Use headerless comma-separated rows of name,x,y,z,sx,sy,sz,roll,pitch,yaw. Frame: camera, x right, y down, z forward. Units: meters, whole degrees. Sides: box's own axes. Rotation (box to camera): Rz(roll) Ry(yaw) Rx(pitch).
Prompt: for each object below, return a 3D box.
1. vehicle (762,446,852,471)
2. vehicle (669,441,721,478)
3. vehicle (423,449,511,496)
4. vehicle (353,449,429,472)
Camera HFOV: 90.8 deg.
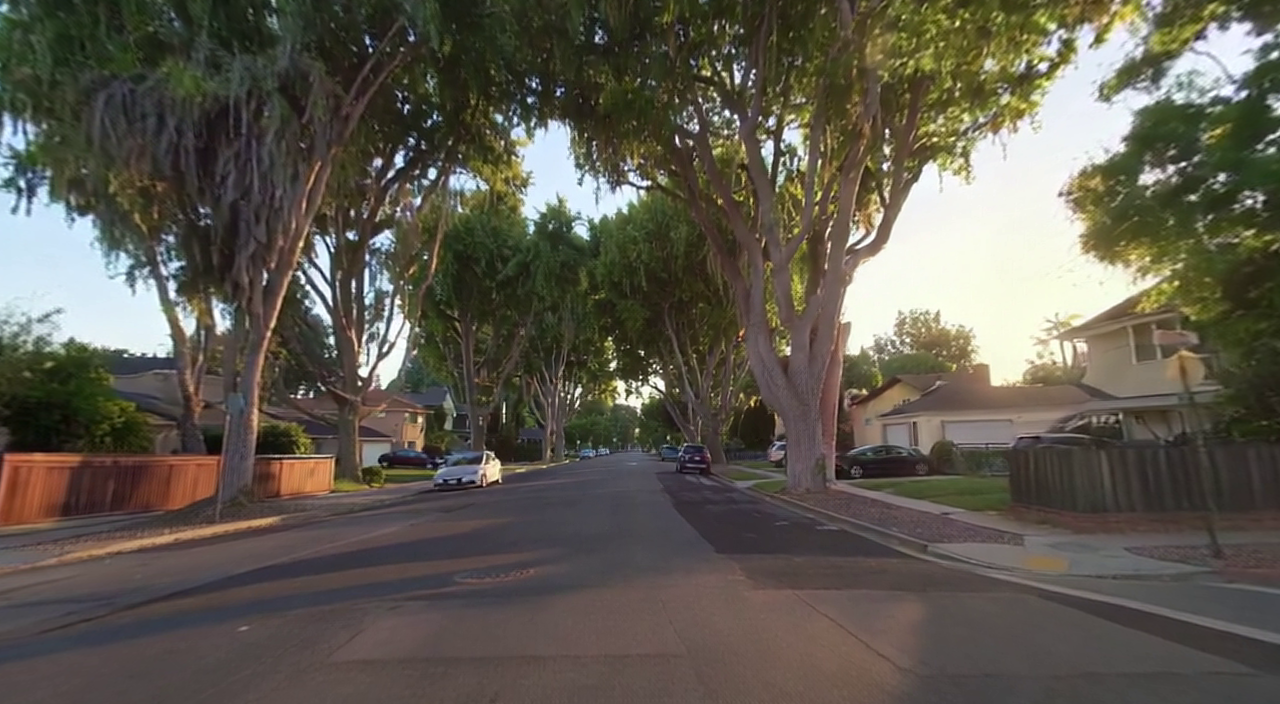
vehicle,10.089,6.494,38.562,5.041,1.486,1.969,-1,-8,7
vehicle,2.914,5.902,34.942,2.241,1.875,5.059,0,-8,-2
vehicle,-6.588,4.607,24.550,2.099,1.399,4.357,-4,-7,1
vehicle,-16.529,7.189,42.015,4.276,1.463,1.832,-1,-8,6
